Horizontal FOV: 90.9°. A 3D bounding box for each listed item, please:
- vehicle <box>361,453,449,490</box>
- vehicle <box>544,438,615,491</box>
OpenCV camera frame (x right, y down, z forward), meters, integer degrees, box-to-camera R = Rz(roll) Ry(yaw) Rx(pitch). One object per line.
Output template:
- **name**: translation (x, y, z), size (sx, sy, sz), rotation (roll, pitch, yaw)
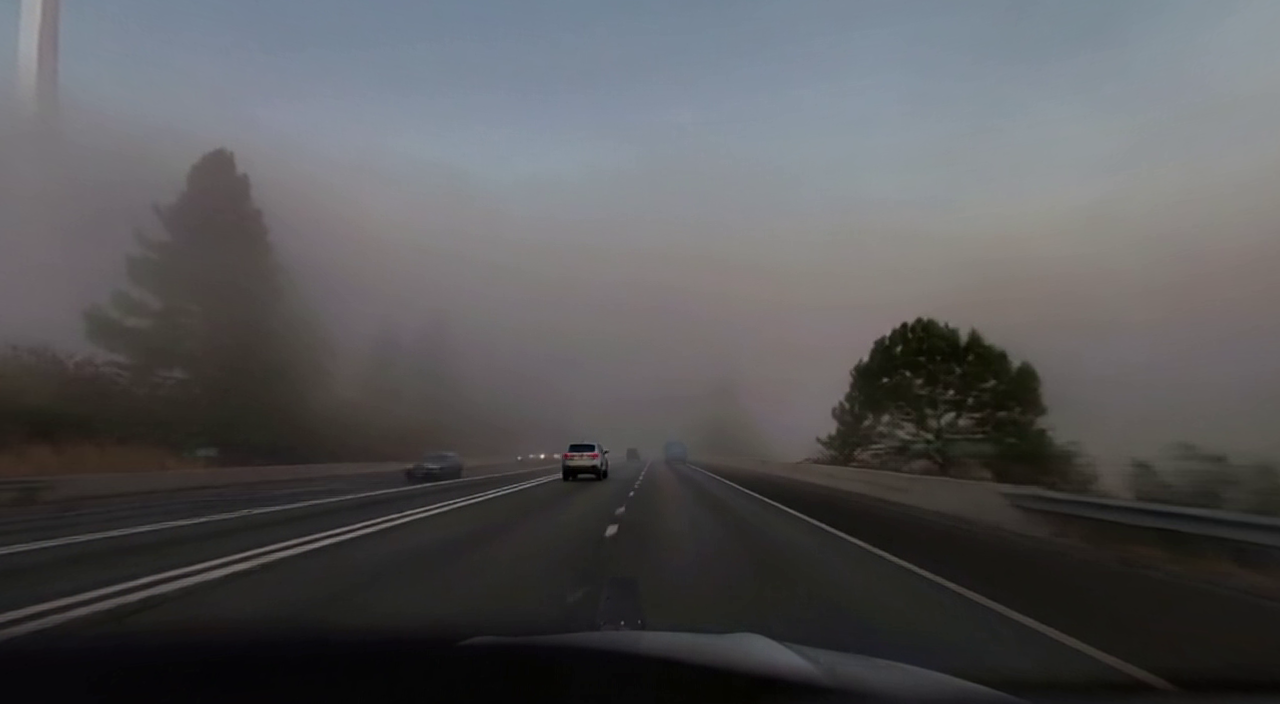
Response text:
- **vehicle**: translation (-10.375, 5.289, 28.288), size (1.960, 1.495, 4.870), rotation (-1, -9, 1)
- **vehicle**: translation (-2.052, 3.998, 22.649), size (2.038, 1.723, 4.150), rotation (-1, -9, 1)
